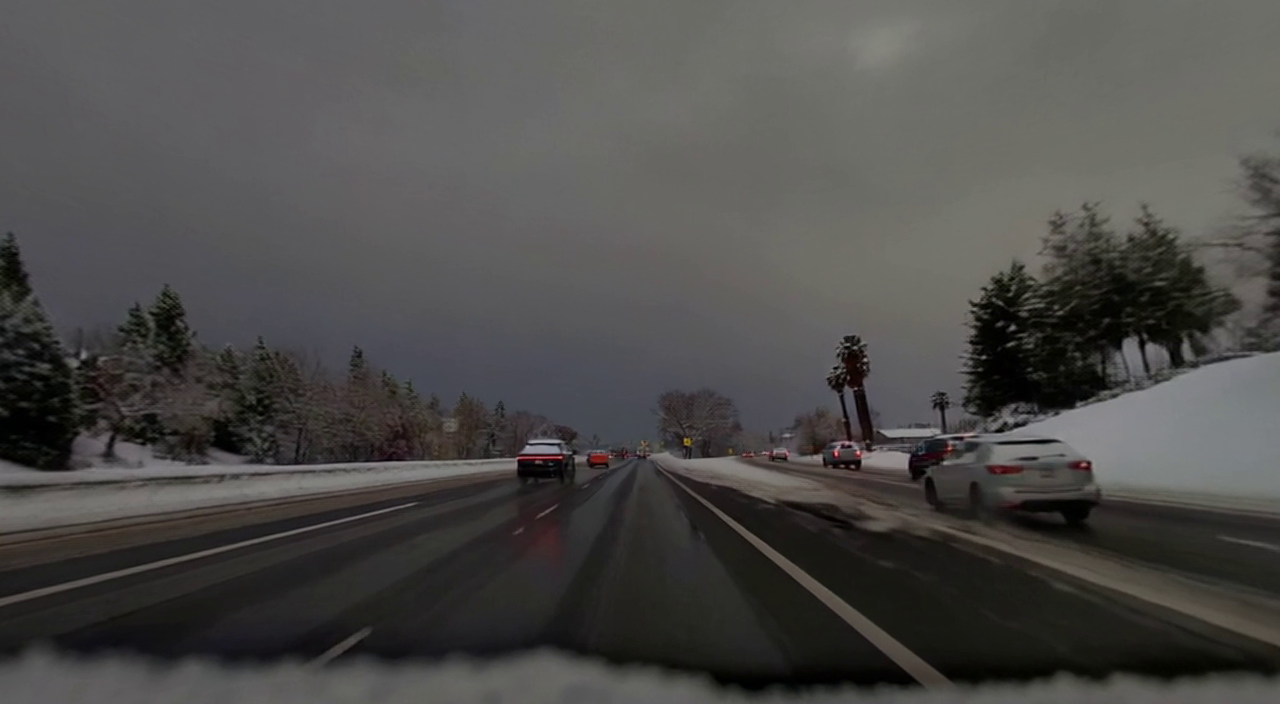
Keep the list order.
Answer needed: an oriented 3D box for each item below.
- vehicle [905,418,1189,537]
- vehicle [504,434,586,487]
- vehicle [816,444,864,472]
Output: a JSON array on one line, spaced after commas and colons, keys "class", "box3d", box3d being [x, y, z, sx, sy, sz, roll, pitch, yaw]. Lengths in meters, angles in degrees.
[{"class": "vehicle", "box3d": [7.320, 2.328, 12.305, 2.303, 1.791, 5.247, -1, -9, 4]}, {"class": "vehicle", "box3d": [-3.791, 4.503, 26.391, 2.420, 1.937, 5.916, 0, -9, 1]}, {"class": "vehicle", "box3d": [13.623, 7.239, 43.201, 1.991, 1.755, 4.836, -1, -9, 3]}]
